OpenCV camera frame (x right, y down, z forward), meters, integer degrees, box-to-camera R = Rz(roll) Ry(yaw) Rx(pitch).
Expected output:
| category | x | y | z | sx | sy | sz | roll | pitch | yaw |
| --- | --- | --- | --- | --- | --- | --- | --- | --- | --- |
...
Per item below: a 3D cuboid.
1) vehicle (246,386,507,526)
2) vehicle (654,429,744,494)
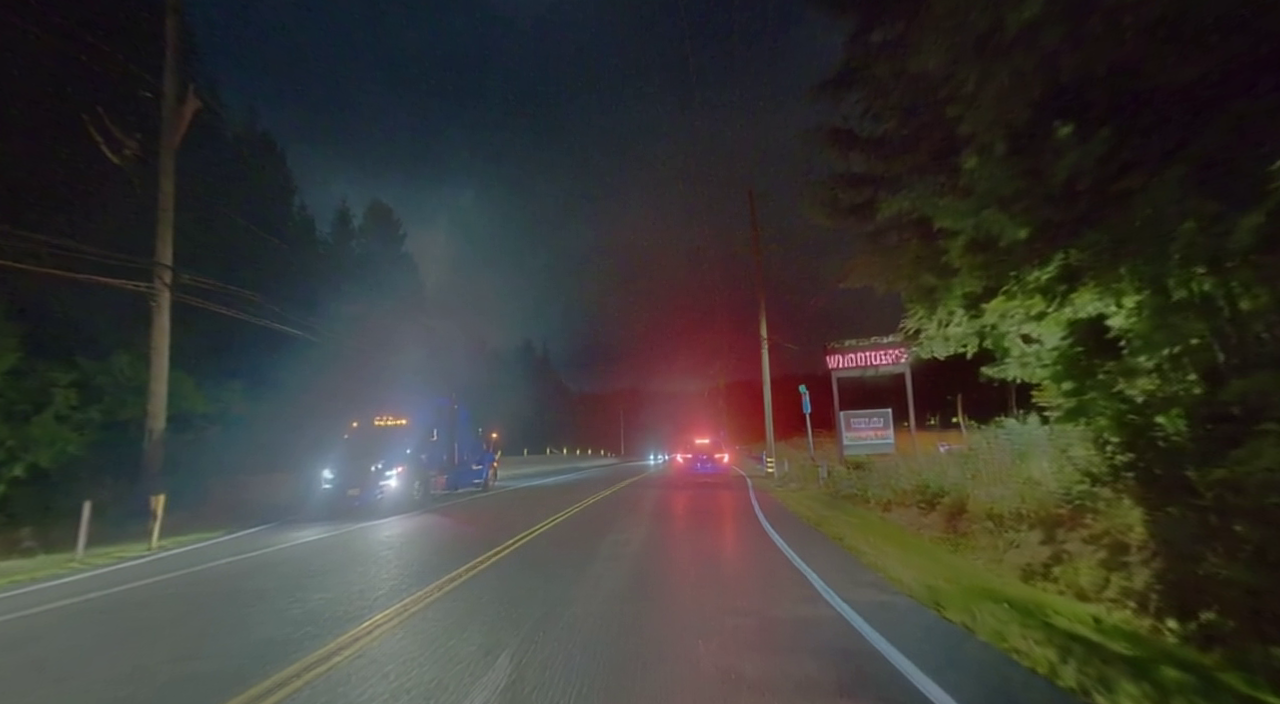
| category | x | y | z | sx | sy | sz | roll | pitch | yaw |
| --- | --- | --- | --- | --- | --- | --- | --- | --- | --- |
| vehicle | -7.300 | 2.860 | 19.078 | 3.395 | 3.071 | 7.634 | -8 | -6 | 11 |
| vehicle | 1.568 | 2.818 | 16.512 | 2.081 | 1.503 | 3.726 | -1 | -9 | 6 |
